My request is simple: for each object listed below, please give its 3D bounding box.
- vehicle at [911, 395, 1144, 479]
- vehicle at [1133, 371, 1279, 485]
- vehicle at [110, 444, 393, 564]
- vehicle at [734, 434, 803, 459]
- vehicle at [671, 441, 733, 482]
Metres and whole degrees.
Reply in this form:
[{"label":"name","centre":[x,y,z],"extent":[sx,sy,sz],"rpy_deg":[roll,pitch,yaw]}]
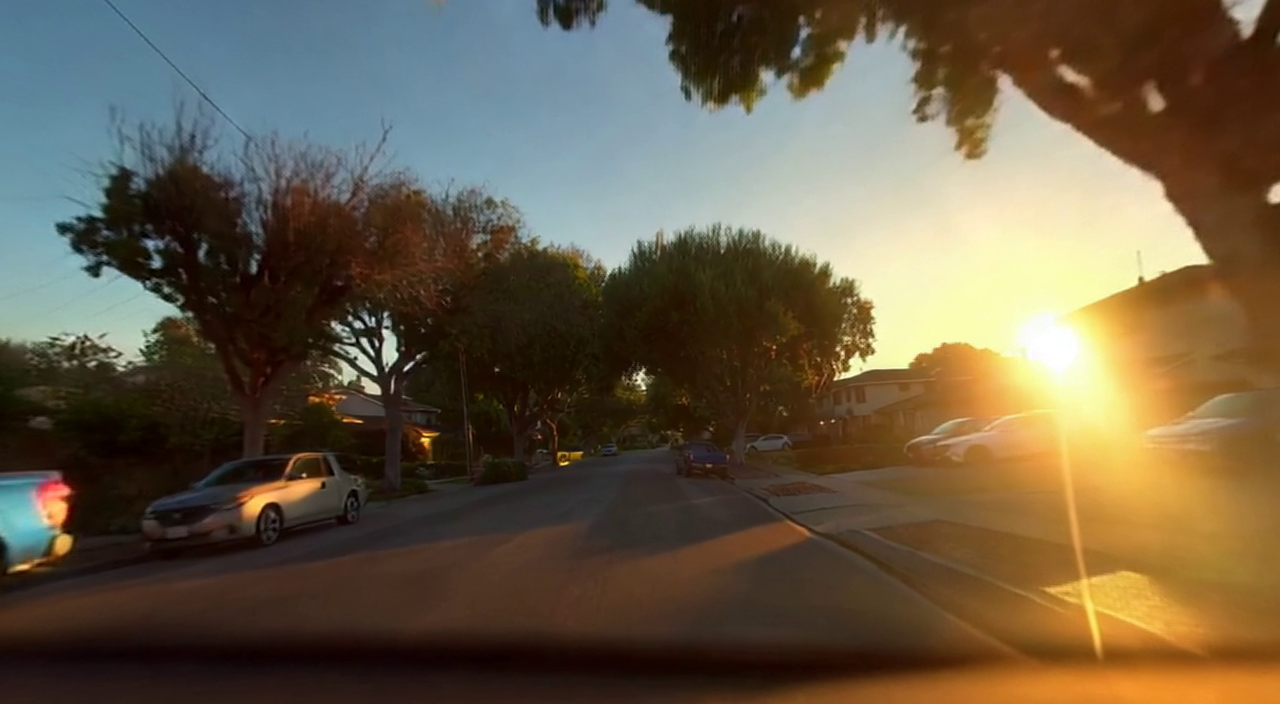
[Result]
[{"label":"vehicle","centre":[10.841,2.429,17.958],"extent":[5.097,1.824,2.113],"rpy_deg":[-5,-9,0]},{"label":"vehicle","centre":[13.835,1.527,12.475],"extent":[5.834,2.019,2.540],"rpy_deg":[0,-9,2]},{"label":"vehicle","centre":[-6.233,2.428,10.966],"extent":[1.995,1.608,4.596],"rpy_deg":[0,-9,0]},{"label":"vehicle","centre":[9.604,7.104,47.271],"extent":[4.710,1.512,1.894],"rpy_deg":[-3,-9,1]},{"label":"vehicle","centre":[2.389,4.345,25.361],"extent":[2.006,1.494,4.211],"rpy_deg":[0,-9,-1]}]
